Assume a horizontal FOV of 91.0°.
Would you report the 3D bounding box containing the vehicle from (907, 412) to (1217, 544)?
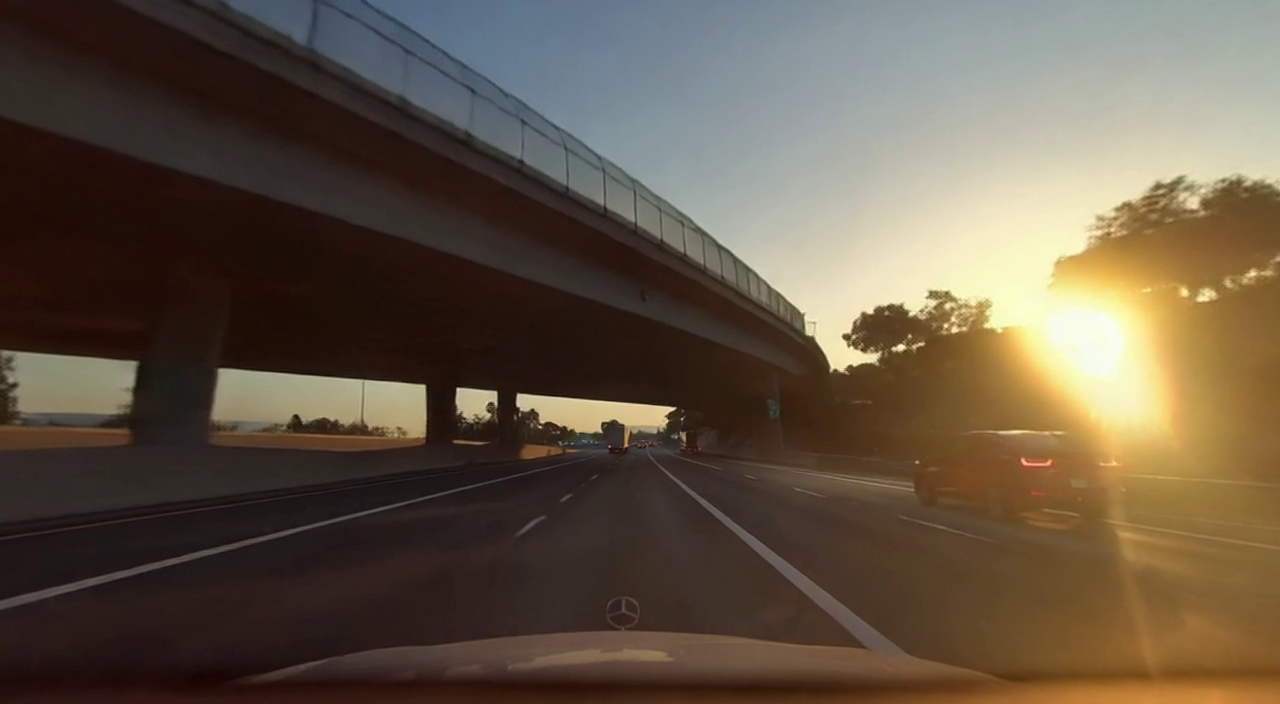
[{"bbox_3d":[6.692,2.048,10.871,2.096,1.767,4.601,0,-9,0],"label":"vehicle"}]
